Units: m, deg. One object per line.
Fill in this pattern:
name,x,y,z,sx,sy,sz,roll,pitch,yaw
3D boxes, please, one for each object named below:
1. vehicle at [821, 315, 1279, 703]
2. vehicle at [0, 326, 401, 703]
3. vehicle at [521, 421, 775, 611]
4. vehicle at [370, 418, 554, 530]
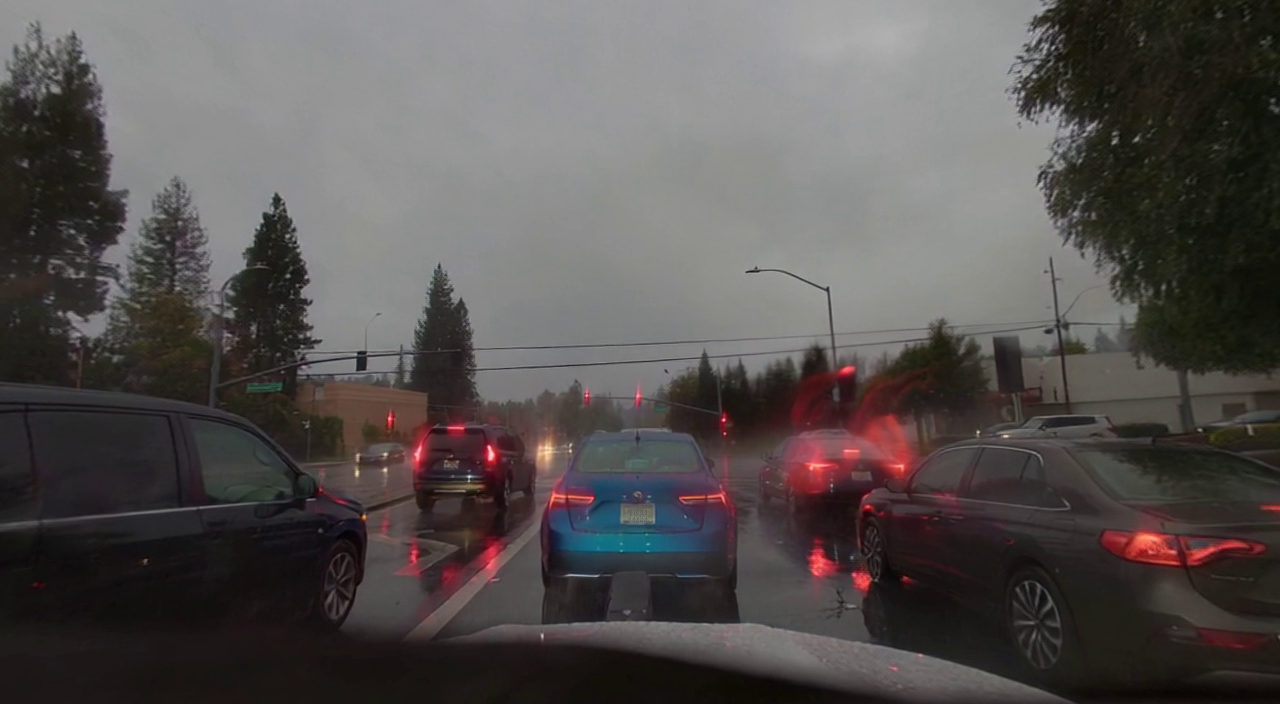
vehicle,3.221,1.108,4.763,2.141,1.833,4.704,0,-8,-2
vehicle,-3.115,0.959,3.296,1.982,1.721,4.261,0,-8,1
vehicle,0.030,1.600,7.061,2.021,1.490,3.948,0,-8,-1
vehicle,-3.175,2.301,12.462,2.117,1.772,4.619,0,-8,2
